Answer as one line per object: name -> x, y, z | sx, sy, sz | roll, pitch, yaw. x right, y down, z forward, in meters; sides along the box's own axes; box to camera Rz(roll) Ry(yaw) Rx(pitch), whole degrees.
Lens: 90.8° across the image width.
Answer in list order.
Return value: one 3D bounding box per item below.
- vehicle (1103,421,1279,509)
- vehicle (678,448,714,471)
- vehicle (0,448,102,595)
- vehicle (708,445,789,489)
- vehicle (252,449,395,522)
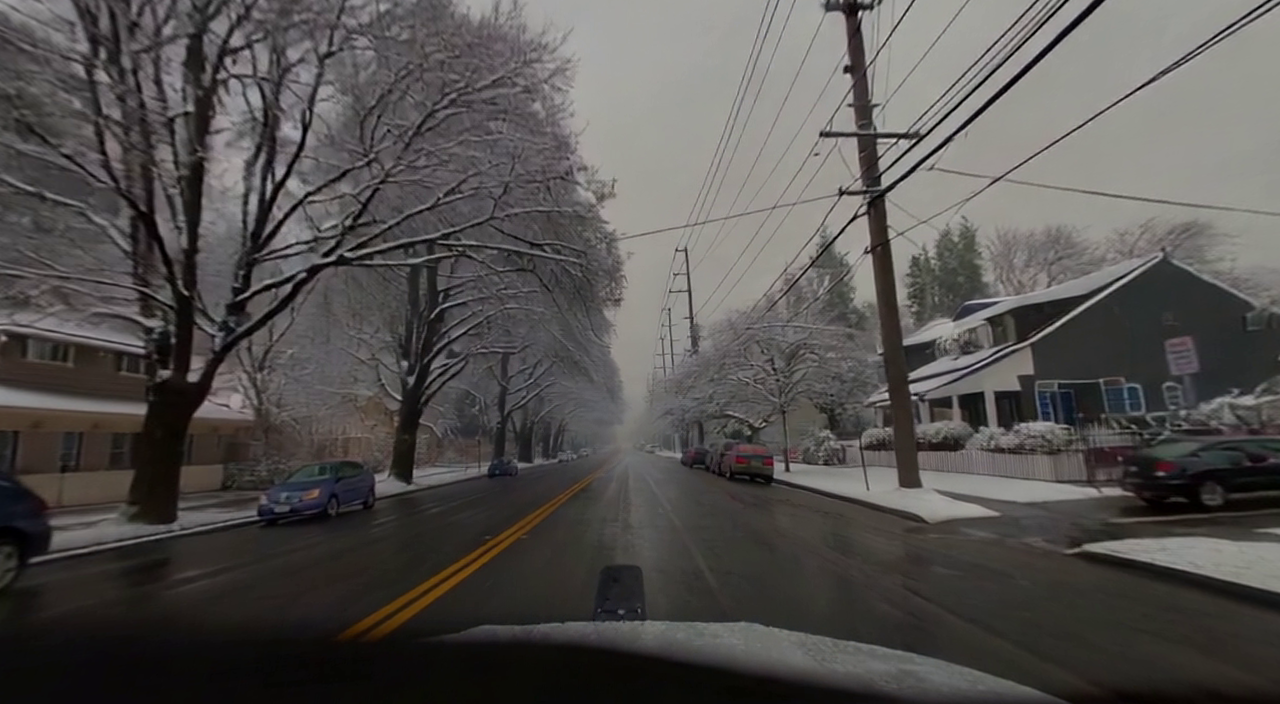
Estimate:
vehicle -> 11.870, 2.074, 11.850 | 4.716, 1.480, 2.023 | 0, -8, 1
vehicle -> 3.853, 7.467, 44.132 | 2.031, 1.470, 4.470 | 0, -8, -1
vehicle -> -8.570, 1.893, 6.645 | 1.913, 1.723, 4.318 | 0, -8, 1
vehicle -> 4.184, 4.508, 25.181 | 2.052, 1.476, 4.438 | -2, -9, -5
vehicle -> -8.803, 3.686, 18.076 | 1.970, 1.785, 4.274 | 0, -8, -2
